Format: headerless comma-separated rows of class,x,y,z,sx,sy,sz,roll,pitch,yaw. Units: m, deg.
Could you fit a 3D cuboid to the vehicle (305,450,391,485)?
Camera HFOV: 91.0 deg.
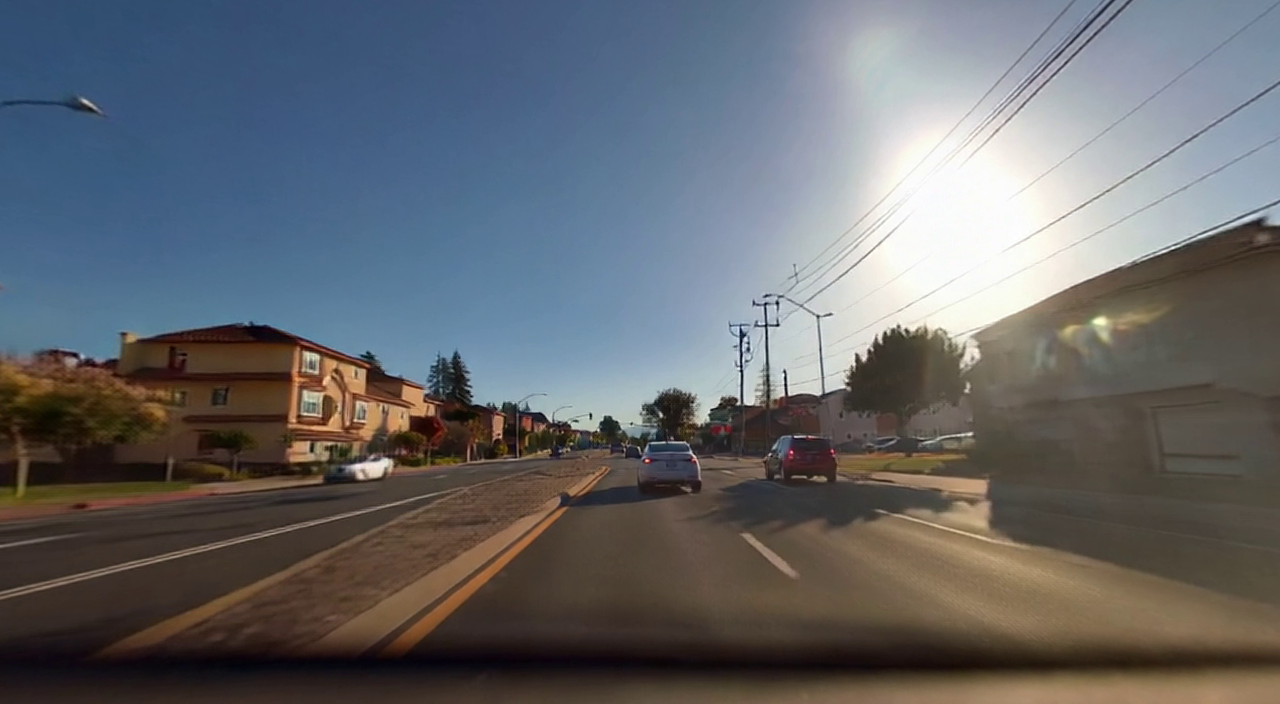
vehicle,-14.018,5.539,30.538,1.988,1.522,4.396,0,-9,1

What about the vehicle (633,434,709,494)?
vehicle,0.859,3.541,20.177,2.138,1.702,4.168,0,-9,-1

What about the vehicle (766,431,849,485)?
vehicle,6.409,4.102,24.635,2.061,1.889,4.268,0,-9,0
